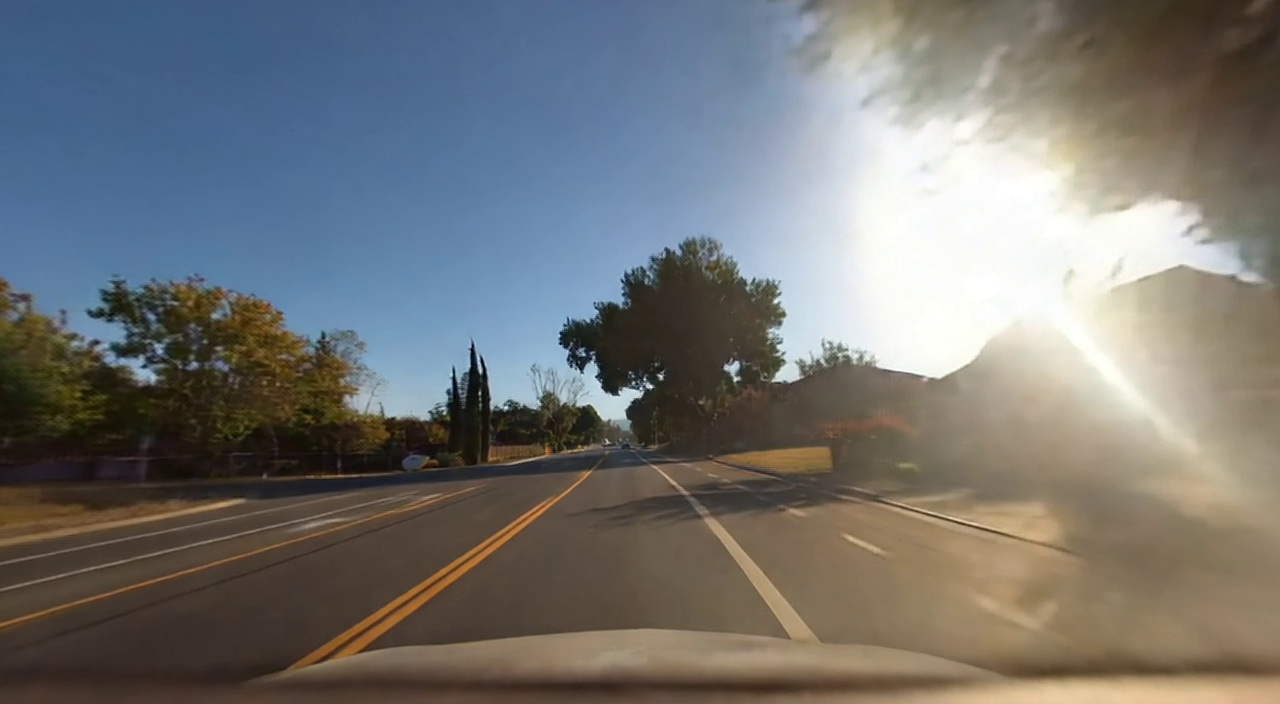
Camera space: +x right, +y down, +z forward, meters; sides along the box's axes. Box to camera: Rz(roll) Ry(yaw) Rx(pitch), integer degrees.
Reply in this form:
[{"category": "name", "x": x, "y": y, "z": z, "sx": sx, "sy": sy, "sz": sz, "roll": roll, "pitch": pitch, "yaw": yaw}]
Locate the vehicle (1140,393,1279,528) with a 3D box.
[{"category": "vehicle", "x": 11.301, "y": 1.683, "z": 10.236, "sx": 4.382, "sy": 1.963, "sz": 2.148, "roll": -1, "pitch": -7, "yaw": 3}]
